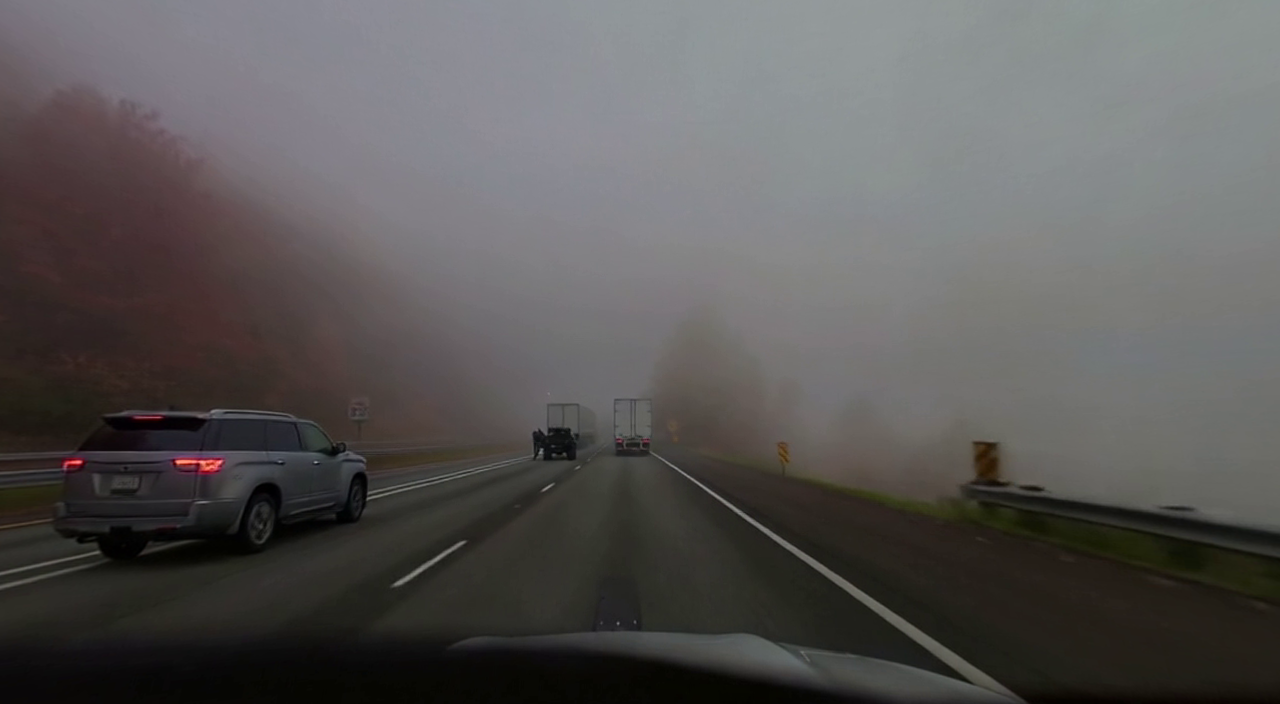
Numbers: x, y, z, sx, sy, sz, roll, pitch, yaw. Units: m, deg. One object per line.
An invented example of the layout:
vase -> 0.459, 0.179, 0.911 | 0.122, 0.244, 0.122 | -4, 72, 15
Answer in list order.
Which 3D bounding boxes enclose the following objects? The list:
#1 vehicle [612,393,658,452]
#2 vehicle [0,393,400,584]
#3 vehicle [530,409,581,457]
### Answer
vehicle -> -0.440, 5.369, 47.026 | 3.078, 3.955, 8.774 | 0, -8, -2
vehicle -> -4.933, 1.505, 7.849 | 2.089, 1.669, 4.515 | 0, -8, 0
vehicle -> -5.065, 5.017, 38.727 | 2.383, 2.726, 5.677 | 0, -8, -1
